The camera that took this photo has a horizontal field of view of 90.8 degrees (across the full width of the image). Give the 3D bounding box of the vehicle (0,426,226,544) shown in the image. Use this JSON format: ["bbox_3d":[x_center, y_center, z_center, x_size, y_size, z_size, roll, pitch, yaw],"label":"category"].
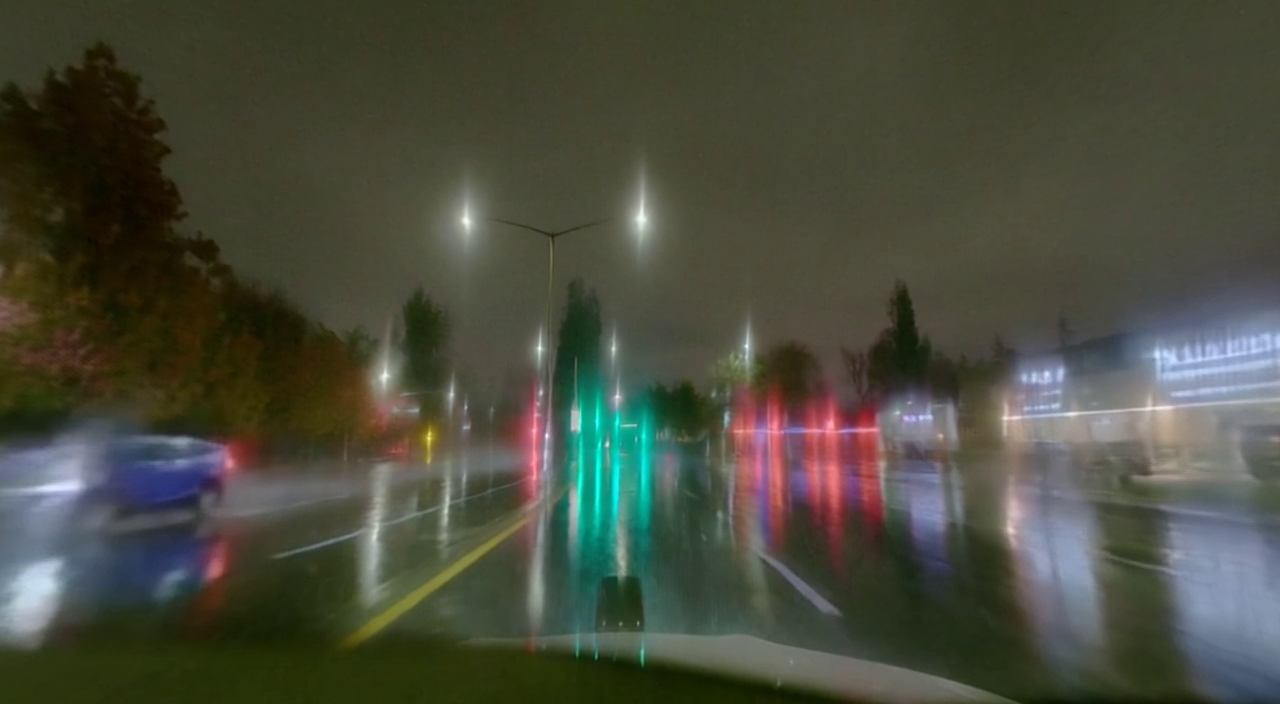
[{"bbox_3d":[-9.056,1.948,9.720,2.094,1.485,4.446,-1,-9,5],"label":"vehicle"}]

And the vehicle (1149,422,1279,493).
[{"bbox_3d":[17.182,2.827,17.120,4.889,1.736,2.339,1,-8,-6],"label":"vehicle"}]

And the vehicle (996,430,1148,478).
[{"bbox_3d":[17.201,4.064,25.306,4.660,1.814,2.099,1,-9,-8],"label":"vehicle"}]
